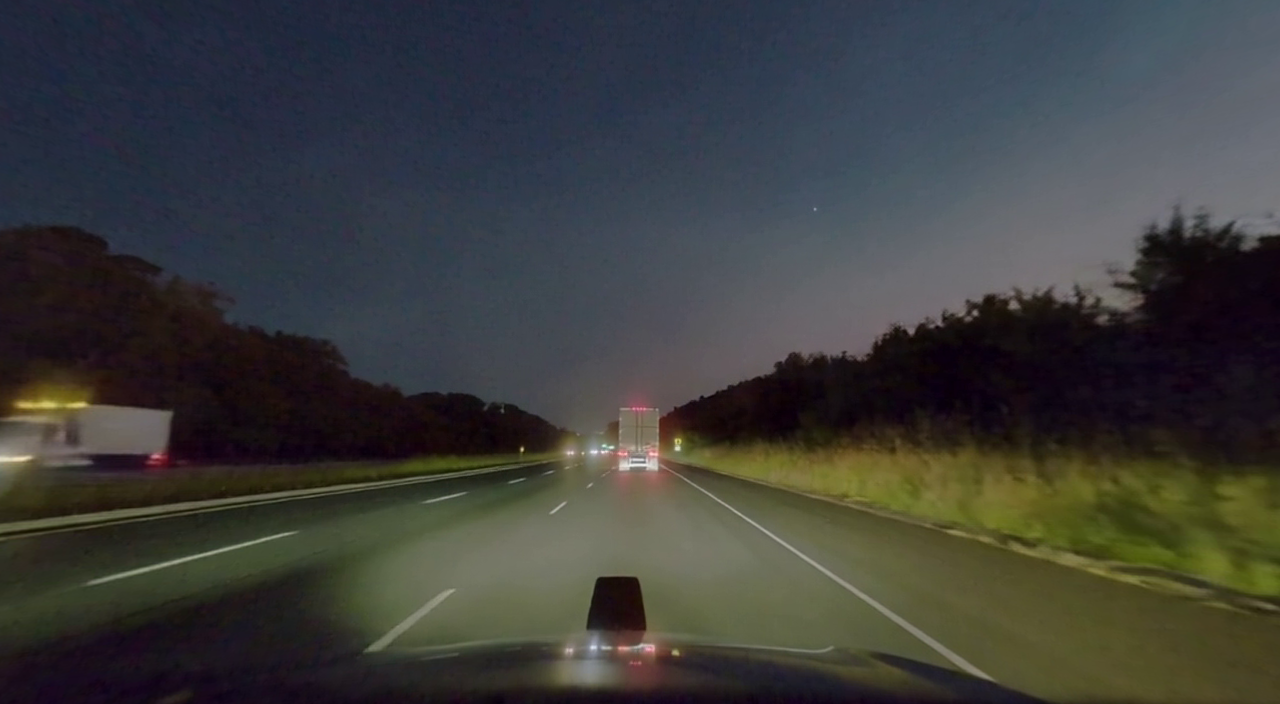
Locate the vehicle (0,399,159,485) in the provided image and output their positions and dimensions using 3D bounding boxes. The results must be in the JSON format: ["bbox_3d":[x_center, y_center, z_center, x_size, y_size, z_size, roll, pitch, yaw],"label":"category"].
[{"bbox_3d":[-22.770,3.521,24.313,2.525,2.836,7.355,0,-9,0],"label":"vehicle"}]

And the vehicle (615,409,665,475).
[{"bbox_3d":[-0.002,6.292,43.700,2.982,3.947,11.075,0,-9,0],"label":"vehicle"}]
